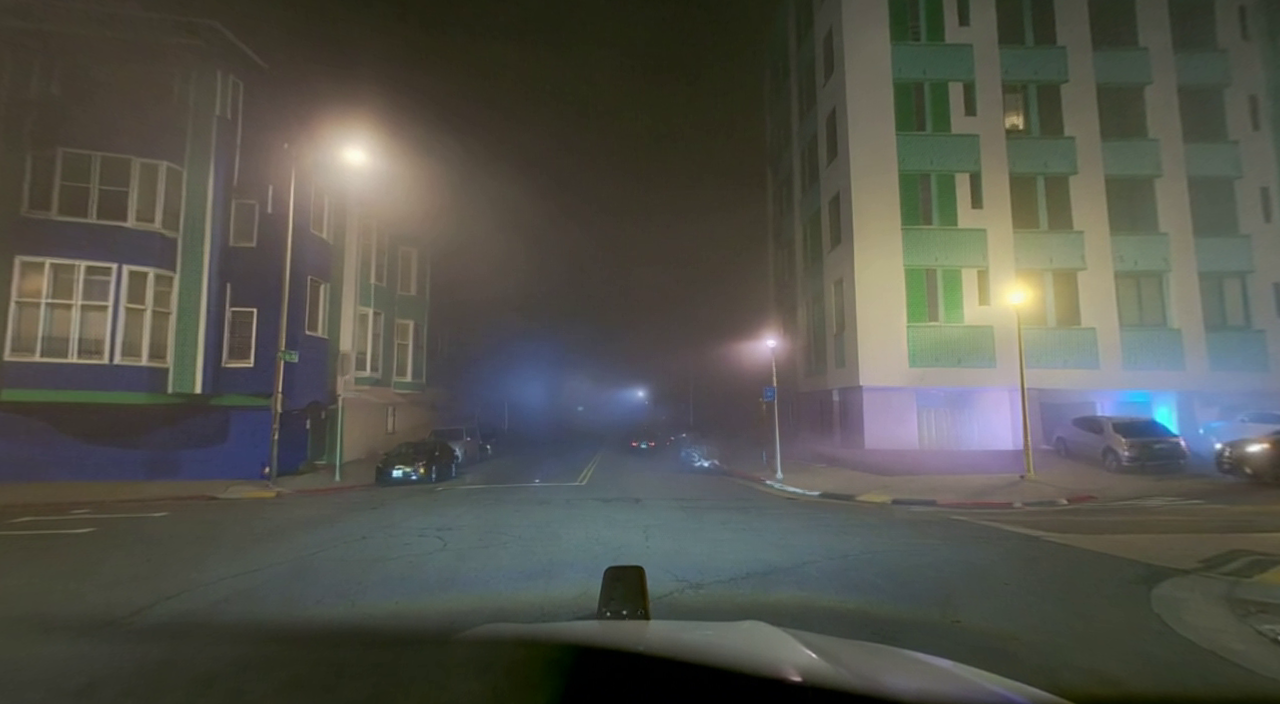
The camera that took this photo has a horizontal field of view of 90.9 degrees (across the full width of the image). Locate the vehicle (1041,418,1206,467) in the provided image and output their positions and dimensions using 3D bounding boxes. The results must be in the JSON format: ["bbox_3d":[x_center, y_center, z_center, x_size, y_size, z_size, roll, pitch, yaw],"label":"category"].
[{"bbox_3d":[15.330,2.897,20.142,3.752,1.453,1.709,0,-9,2],"label":"vehicle"}]

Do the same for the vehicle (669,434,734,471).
[{"bbox_3d":[2.529,4.311,27.153,2.290,1.456,4.503,0,-8,-1],"label":"vehicle"}]

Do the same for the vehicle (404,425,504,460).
[{"bbox_3d":[-11.441,5.591,38.875,5.540,1.950,2.113,4,-12,-28],"label":"vehicle"}]
